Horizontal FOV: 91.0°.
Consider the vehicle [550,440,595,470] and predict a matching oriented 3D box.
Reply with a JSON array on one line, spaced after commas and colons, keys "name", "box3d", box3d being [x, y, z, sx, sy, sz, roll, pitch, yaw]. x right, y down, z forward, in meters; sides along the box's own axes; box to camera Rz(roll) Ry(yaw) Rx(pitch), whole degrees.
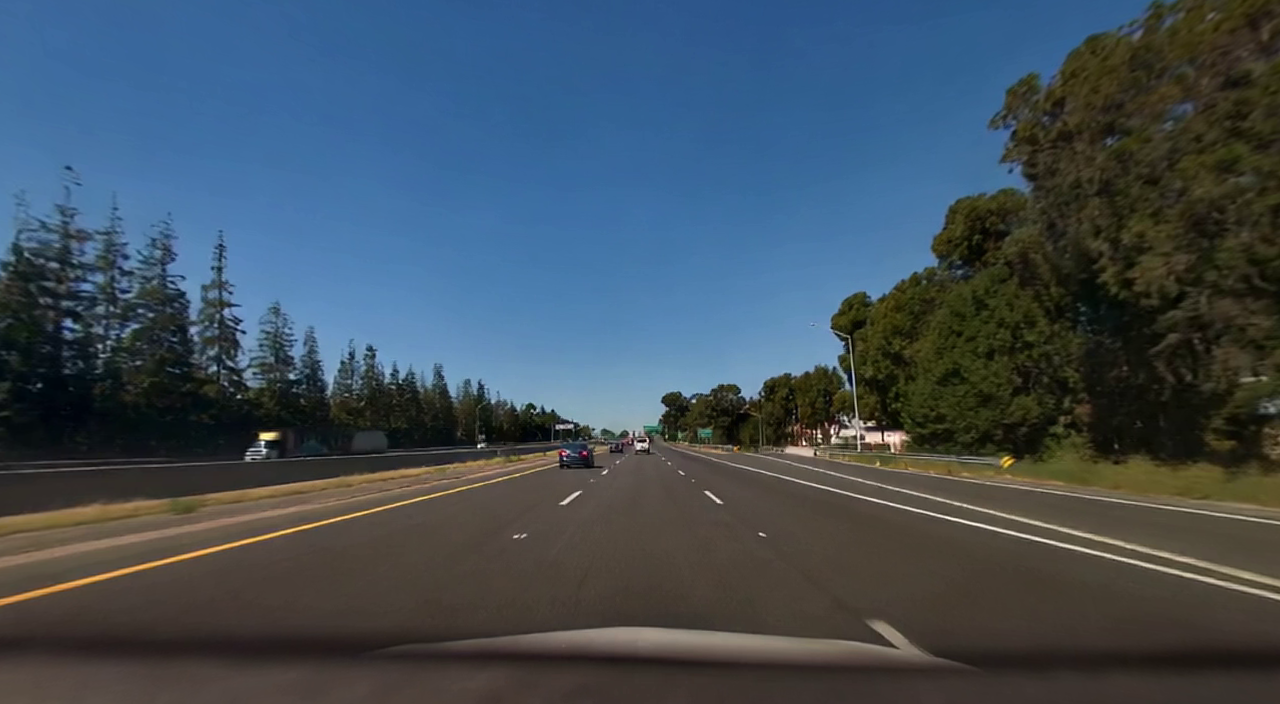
[{"name": "vehicle", "box3d": [-3.727, 5.763, 35.358, 2.015, 1.557, 4.229, 0, -9, 1]}]
